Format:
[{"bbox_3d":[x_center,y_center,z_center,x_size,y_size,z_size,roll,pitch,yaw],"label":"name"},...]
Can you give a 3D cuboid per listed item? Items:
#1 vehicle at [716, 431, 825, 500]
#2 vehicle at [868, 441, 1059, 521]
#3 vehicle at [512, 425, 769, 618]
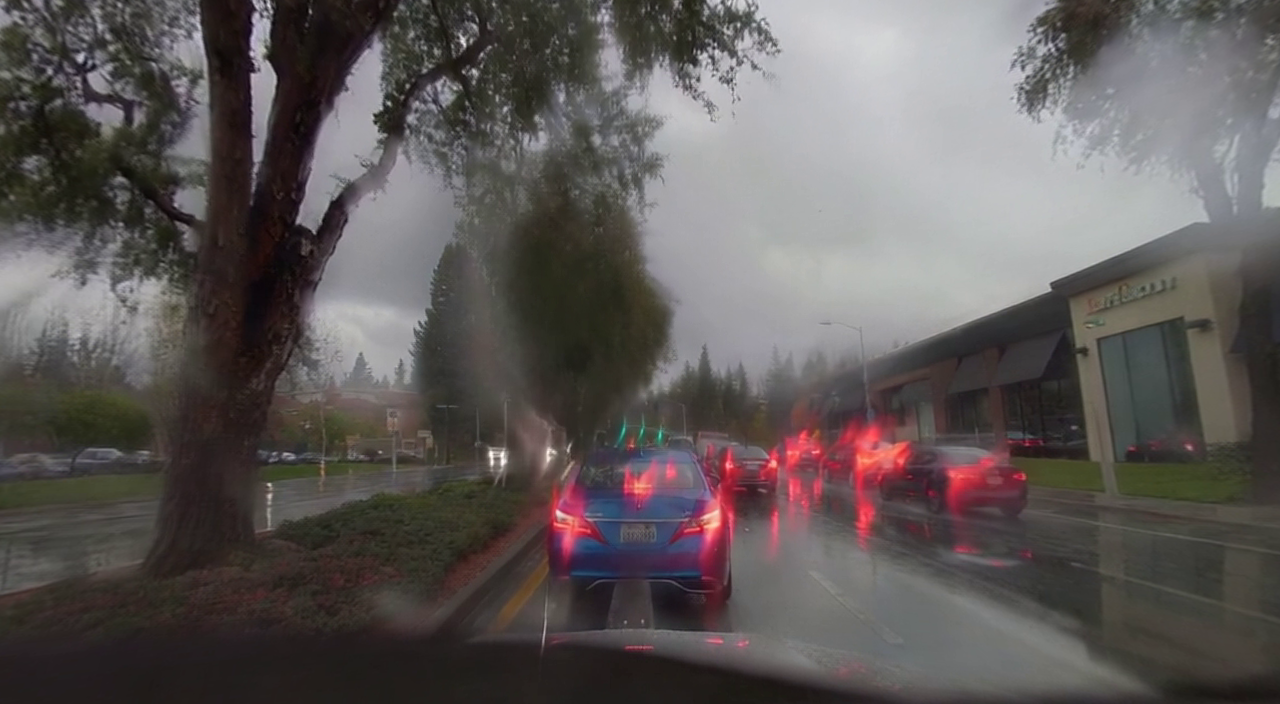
[{"bbox_3d":[3.610,3.221,18.391,2.114,1.736,4.553,0,-8,-1],"label":"vehicle"},{"bbox_3d":[6.872,2.751,14.063,1.911,1.468,4.417,0,-8,0],"label":"vehicle"},{"bbox_3d":[-0.024,1.626,7.105,1.977,1.465,4.376,0,-8,-1],"label":"vehicle"}]
